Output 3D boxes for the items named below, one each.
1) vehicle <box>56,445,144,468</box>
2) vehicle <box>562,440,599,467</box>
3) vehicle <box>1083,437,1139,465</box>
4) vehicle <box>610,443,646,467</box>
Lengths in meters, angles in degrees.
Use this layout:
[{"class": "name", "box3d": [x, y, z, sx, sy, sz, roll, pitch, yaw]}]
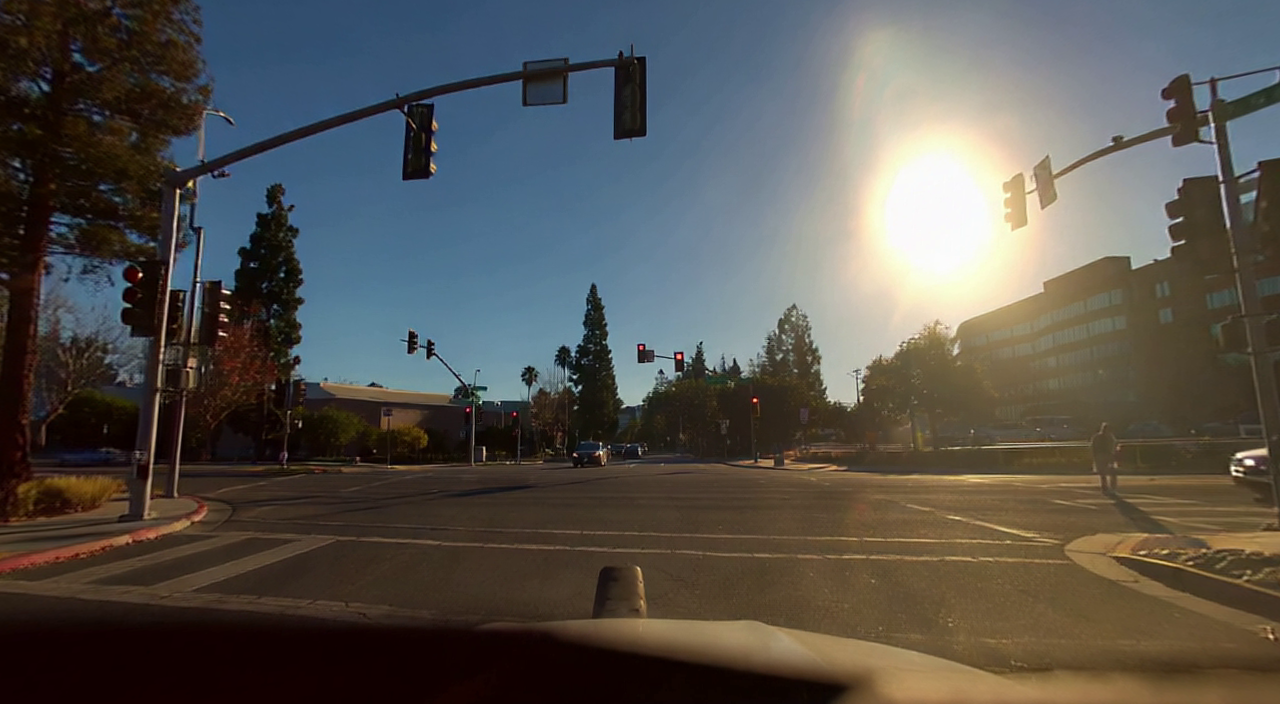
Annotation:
[{"class": "vehicle", "box3d": [-35.059, 6.804, 41.041, 4.628, 1.414, 1.897, -2, -9, 14]}, {"class": "vehicle", "box3d": [-4.105, 7.101, 44.286, 2.251, 1.756, 4.610, 0, -9, -2]}, {"class": "vehicle", "box3d": [26.979, 5.661, 36.140, 2.092, 1.474, 4.046, -8, -11, 41]}, {"class": "vehicle", "box3d": [-0.847, 6.832, 41.988, 2.056, 1.492, 3.937, 1, -9, -6]}]
